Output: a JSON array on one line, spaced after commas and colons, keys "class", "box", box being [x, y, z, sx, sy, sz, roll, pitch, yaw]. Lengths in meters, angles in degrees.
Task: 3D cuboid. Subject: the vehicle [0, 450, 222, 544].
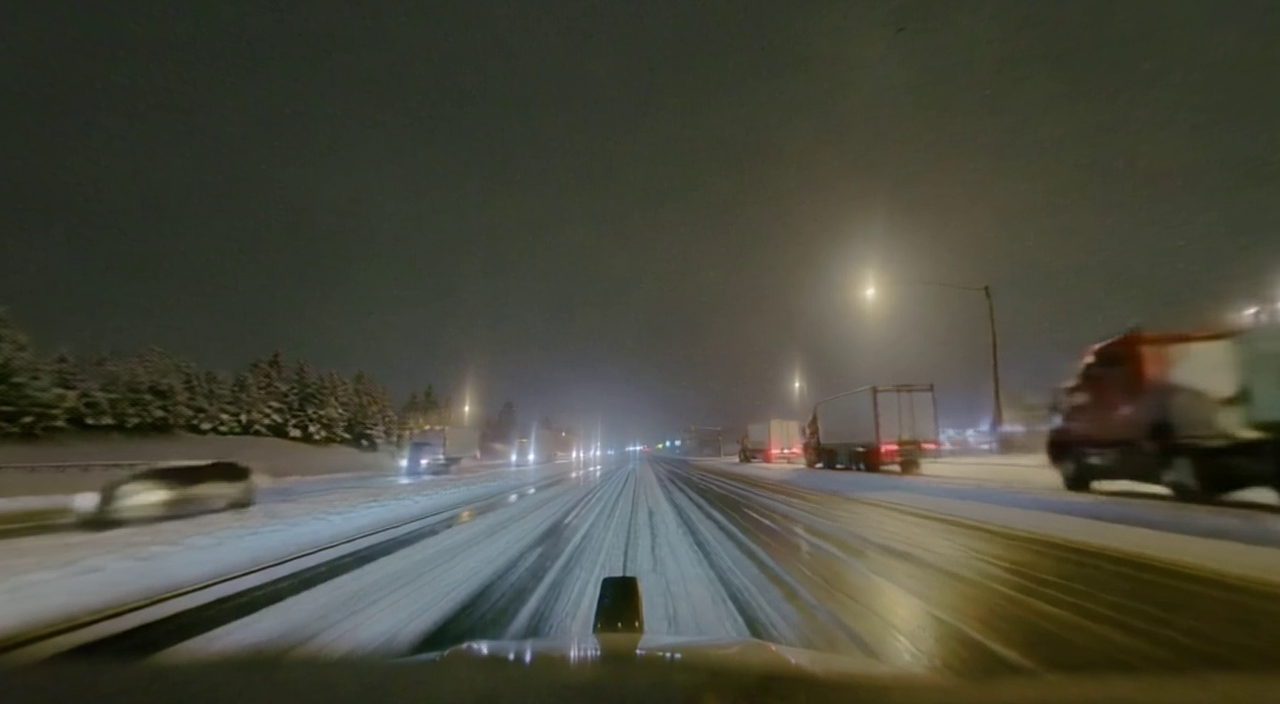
[{"class": "vehicle", "box": [-11.598, 2.963, 13.522, 1.990, 1.644, 4.594, 0, -9, -1]}]

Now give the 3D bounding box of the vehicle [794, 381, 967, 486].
[{"class": "vehicle", "box": [11.071, 4.264, 31.509, 2.850, 4.038, 14.497, 0, -9, 0]}]

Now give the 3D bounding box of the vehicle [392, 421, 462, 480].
[{"class": "vehicle", "box": [-15.528, 7.248, 46.133, 2.996, 3.975, 5.840, -1, -9, 0]}]

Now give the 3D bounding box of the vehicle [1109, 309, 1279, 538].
[{"class": "vehicle", "box": [11.348, 0.635, 6.746, 2.741, 3.505, 12.591, 0, -9, -1]}]
